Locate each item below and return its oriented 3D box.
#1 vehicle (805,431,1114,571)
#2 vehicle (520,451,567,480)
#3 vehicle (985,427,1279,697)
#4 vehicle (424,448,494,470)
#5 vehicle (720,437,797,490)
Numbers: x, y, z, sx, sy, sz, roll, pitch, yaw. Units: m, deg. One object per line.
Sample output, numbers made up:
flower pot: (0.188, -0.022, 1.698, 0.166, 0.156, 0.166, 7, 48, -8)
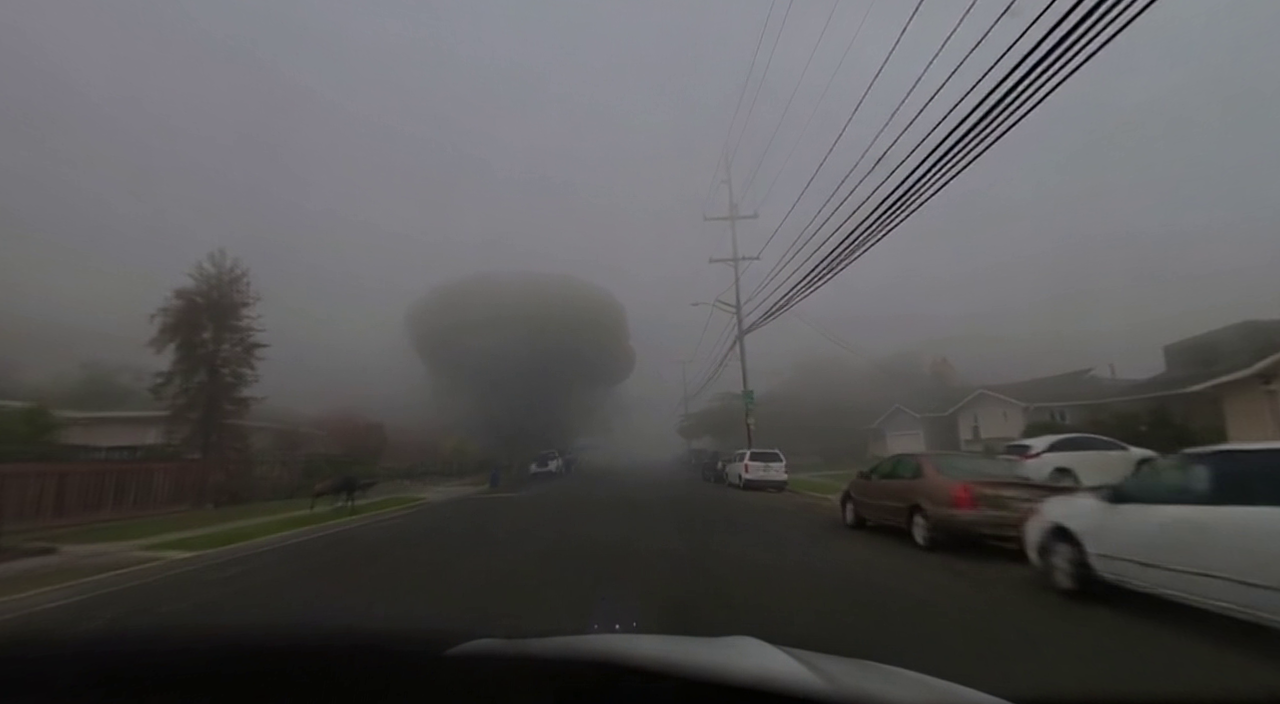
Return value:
vehicle: (4.339, 2.100, 9.897, 1.998, 1.573, 5.318, 0, -9, -1)
vehicle: (-5.443, 6.406, 35.945, 2.031, 1.468, 4.165, -2, -9, 0)
vehicle: (4.634, 1.296, 4.153, 1.835, 1.554, 4.870, 0, -9, -2)
vehicle: (-13.163, 7.805, 46.249, 4.556, 1.510, 1.843, 0, -9, -2)
vehicle: (4.524, 4.323, 24.829, 2.086, 1.885, 4.323, 0, -9, -1)
